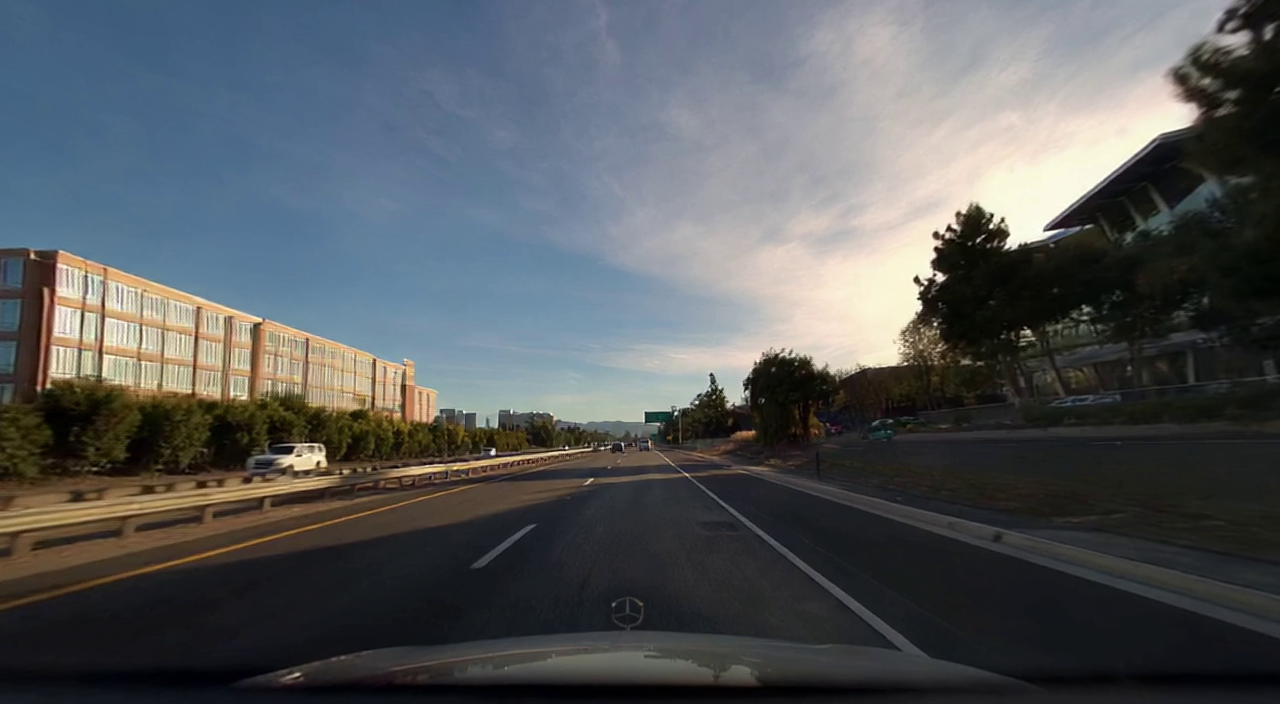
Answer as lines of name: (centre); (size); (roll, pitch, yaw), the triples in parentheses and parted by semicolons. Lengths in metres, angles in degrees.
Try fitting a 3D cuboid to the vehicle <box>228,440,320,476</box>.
vehicle: (-22.750, 6.594, 39.532); (2.325, 2.086, 5.544); (0, -8, 1)
